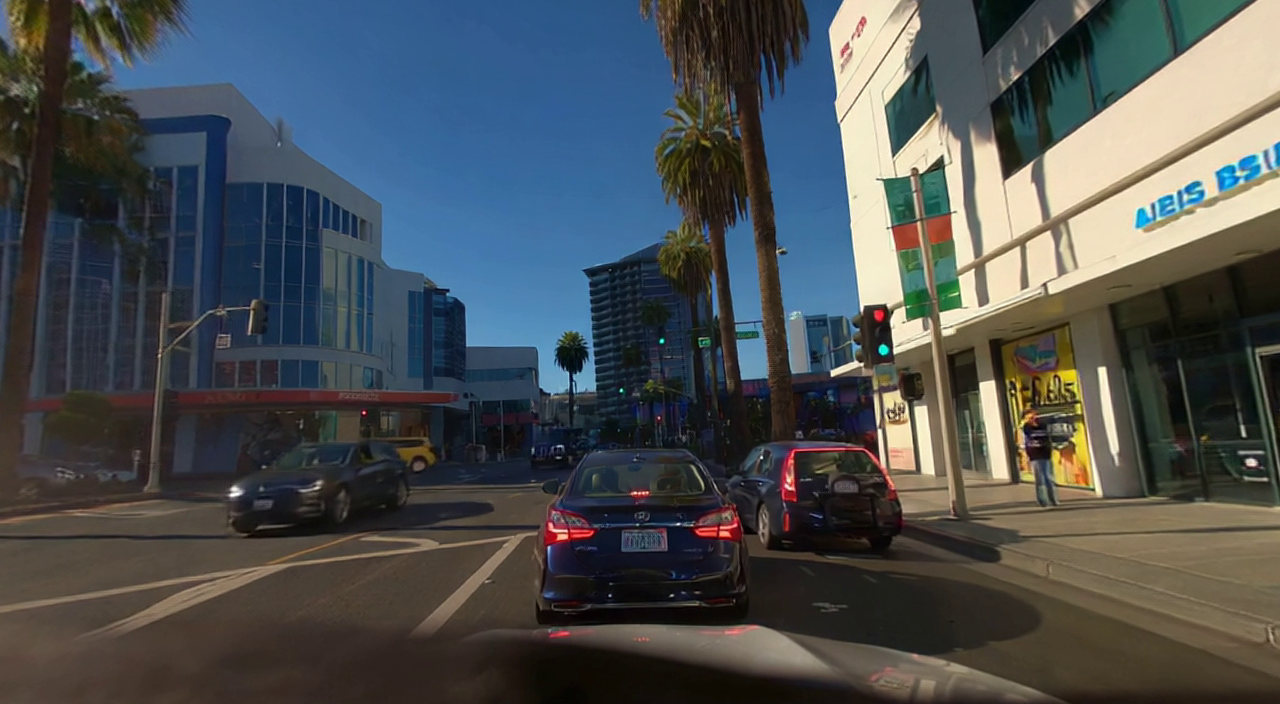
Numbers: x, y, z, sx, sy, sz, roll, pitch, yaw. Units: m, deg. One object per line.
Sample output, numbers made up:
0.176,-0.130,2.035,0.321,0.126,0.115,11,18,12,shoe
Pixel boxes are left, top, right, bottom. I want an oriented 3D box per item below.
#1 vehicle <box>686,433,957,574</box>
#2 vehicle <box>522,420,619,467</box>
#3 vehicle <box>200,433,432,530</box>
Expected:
2.140,1.958,9.149,2.090,1.466,4.676,1,-8,-6,vehicle
-3.090,4.311,29.724,2.190,1.964,5.614,-3,-9,21,vehicle
-5.745,2.326,12.020,2.052,1.478,4.395,0,-8,1,vehicle
